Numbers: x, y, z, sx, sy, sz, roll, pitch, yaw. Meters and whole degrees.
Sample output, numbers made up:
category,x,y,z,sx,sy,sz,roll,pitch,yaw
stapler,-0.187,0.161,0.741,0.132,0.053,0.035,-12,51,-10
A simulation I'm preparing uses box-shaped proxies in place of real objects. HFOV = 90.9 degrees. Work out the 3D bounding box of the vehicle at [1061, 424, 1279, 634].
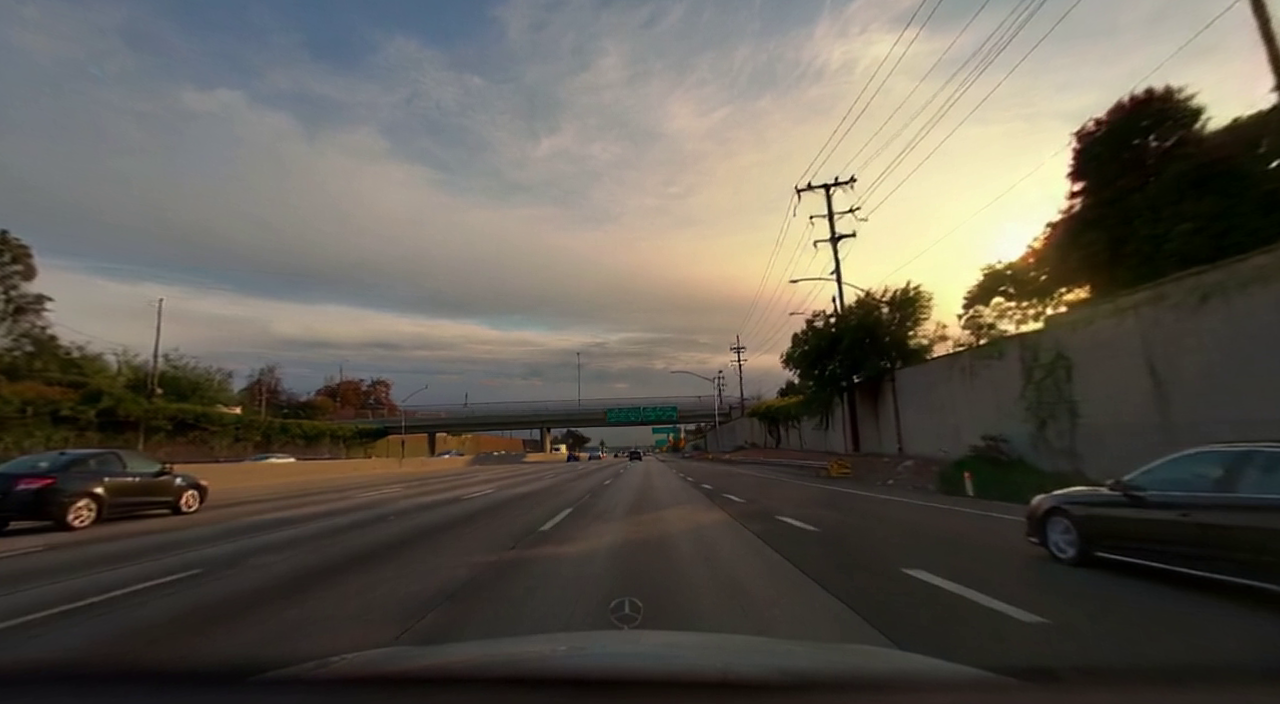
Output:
category,x,y,z,sx,sy,sz,roll,pitch,yaw
vehicle,5.661,1.254,4.390,2.009,1.508,4.874,0,-8,-1

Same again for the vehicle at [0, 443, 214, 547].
category,x,y,z,sx,sy,sz,roll,pitch,yaw
vehicle,-10.180,2.362,11.129,2.056,1.476,4.562,0,-8,1

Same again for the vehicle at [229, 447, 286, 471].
category,x,y,z,sx,sy,sz,roll,pitch,yaw
vehicle,-23.443,6.566,38.780,1.430,1.333,3.223,-1,-8,1
